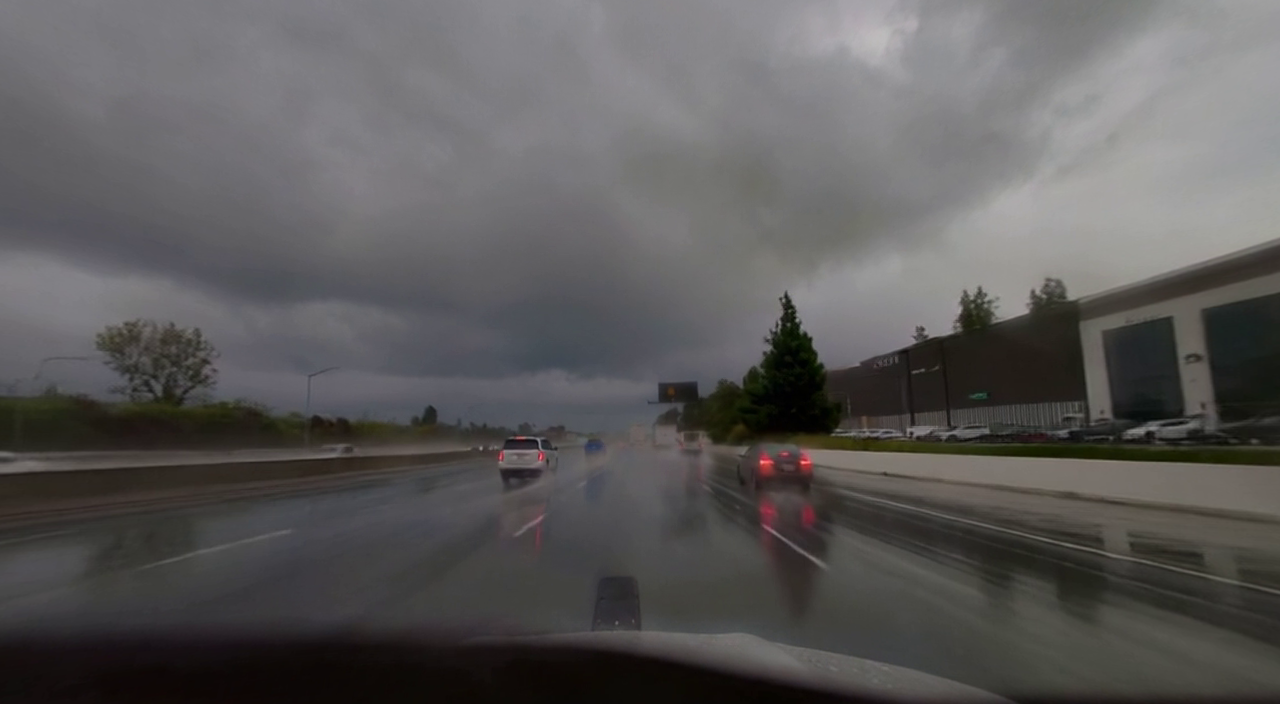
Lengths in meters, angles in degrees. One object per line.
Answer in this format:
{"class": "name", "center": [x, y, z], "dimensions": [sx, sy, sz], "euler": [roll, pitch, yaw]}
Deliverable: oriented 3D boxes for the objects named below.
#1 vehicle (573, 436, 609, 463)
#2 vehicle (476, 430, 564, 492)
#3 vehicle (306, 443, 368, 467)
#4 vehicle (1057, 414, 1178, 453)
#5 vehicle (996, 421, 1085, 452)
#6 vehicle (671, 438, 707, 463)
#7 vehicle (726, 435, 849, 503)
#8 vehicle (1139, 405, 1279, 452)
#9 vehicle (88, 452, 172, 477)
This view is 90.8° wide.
{"class": "vehicle", "center": [-3.797, 7.726, 49.966], "dimensions": [2.410, 1.981, 5.355], "euler": [0, -8, 0]}
{"class": "vehicle", "center": [-3.776, 3.527, 20.765], "dimensions": [1.987, 1.765, 4.508], "euler": [0, -8, 0]}
{"class": "vehicle", "center": [-21.345, 7.268, 44.689], "dimensions": [2.041, 1.617, 4.749], "euler": [0, -8, 0]}
{"class": "vehicle", "center": [27.764, 4.876, 37.130], "dimensions": [2.054, 2.041, 6.354], "euler": [-1, -9, -1]}
{"class": "vehicle", "center": [27.650, 5.948, 43.920], "dimensions": [2.212, 1.977, 5.953], "euler": [-1, -9, -1]}
{"class": "vehicle", "center": [3.667, 7.453, 47.849], "dimensions": [2.198, 1.807, 4.530], "euler": [0, -8, -2]}
{"class": "vehicle", "center": [3.641, 2.982, 16.564], "dimensions": [1.957, 1.510, 4.643], "euler": [0, -8, -2]}
{"class": "vehicle", "center": [27.622, 3.763, 30.429], "dimensions": [2.031, 1.963, 6.154], "euler": [-2, -9, -1]}
{"class": "vehicle", "center": [-31.127, 6.849, 38.712], "dimensions": [1.729, 1.438, 4.151], "euler": [0, -8, -1]}
